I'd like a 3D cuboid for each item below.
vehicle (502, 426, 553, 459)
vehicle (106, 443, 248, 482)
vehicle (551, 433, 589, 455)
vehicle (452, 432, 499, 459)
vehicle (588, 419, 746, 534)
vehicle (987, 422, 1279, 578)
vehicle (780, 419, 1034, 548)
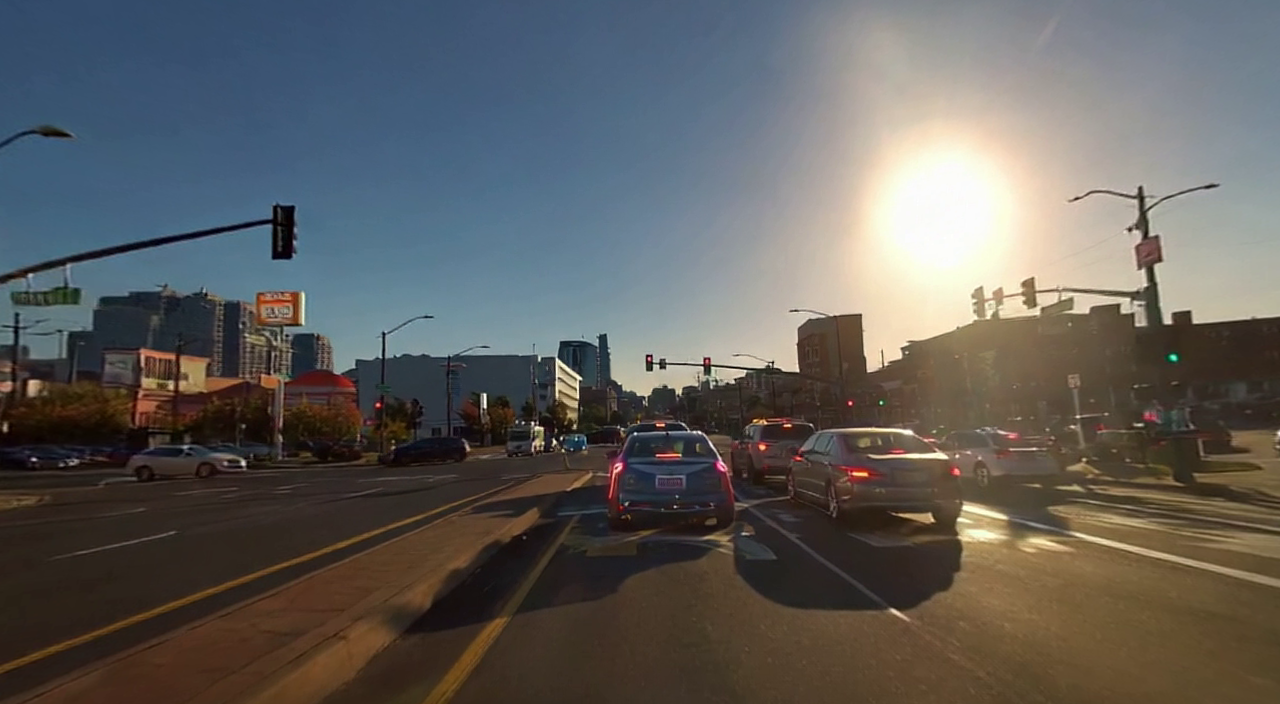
[{"bbox_3d":[-8.493,6.836,48.205,2.710,2.022,5.889,-3,-5,0],"label":"vehicle"},{"bbox_3d":[-21.670,5.155,29.735,4.833,1.701,2.077,2,-8,-12],"label":"vehicle"},{"bbox_3d":[-5.076,6.795,46.542,2.200,1.480,4.292,0,-8,2],"label":"vehicle"},{"bbox_3d":[-11.807,6.719,45.502,2.122,1.829,4.559,0,-8,0],"label":"vehicle"},{"bbox_3d":[0.316,1.924,10.288,2.073,1.496,3.892,0,-8,-1],"label":"vehicle"},{"bbox_3d":[6.813,1.717,8.204,2.059,1.458,4.395,0,-8,0],"label":"vehicle"},{"bbox_3d":[3.605,1.857,9.606,1.883,1.480,4.489,0,-8,0],"label":"vehicle"}]
